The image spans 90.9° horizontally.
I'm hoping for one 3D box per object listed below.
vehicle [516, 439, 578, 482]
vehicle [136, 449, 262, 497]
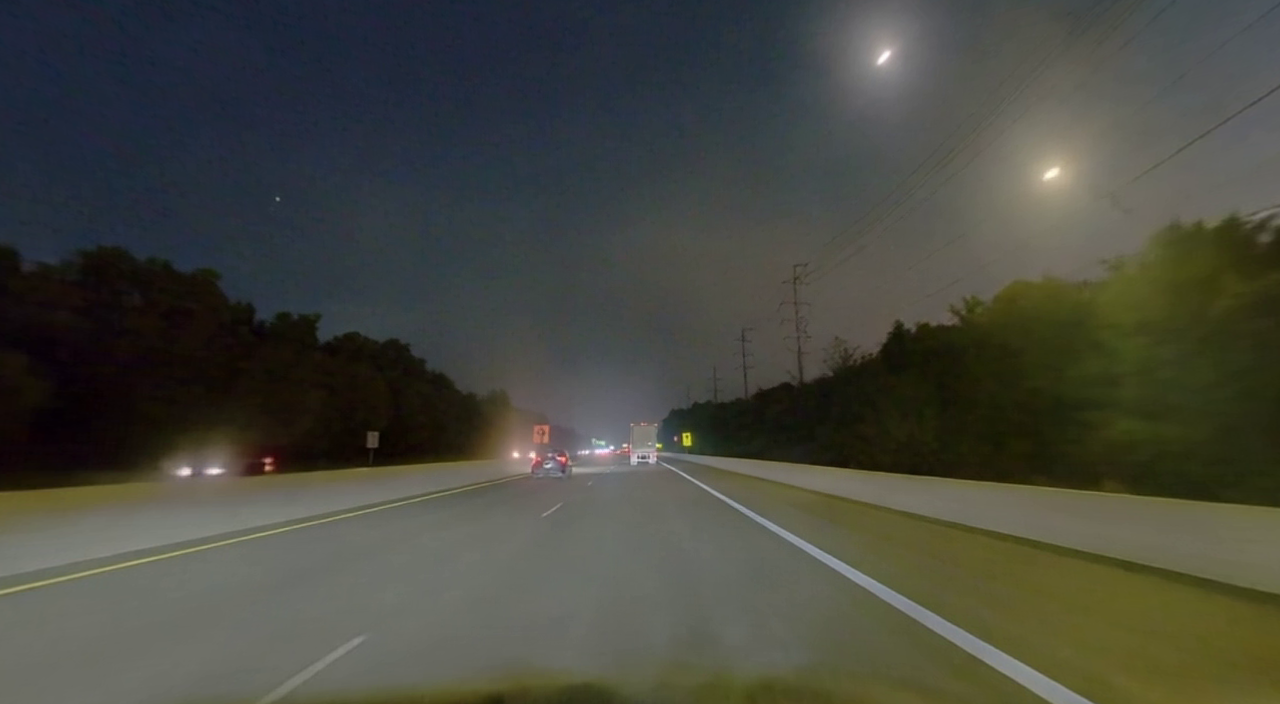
[{"bbox_3d":[-3.991,4.755,27.780,2.111,1.735,4.066,0,-9,0],"label":"vehicle"},{"bbox_3d":[-16.010,4.376,23.153,1.827,1.579,3.858,0,-9,-1],"label":"vehicle"}]
